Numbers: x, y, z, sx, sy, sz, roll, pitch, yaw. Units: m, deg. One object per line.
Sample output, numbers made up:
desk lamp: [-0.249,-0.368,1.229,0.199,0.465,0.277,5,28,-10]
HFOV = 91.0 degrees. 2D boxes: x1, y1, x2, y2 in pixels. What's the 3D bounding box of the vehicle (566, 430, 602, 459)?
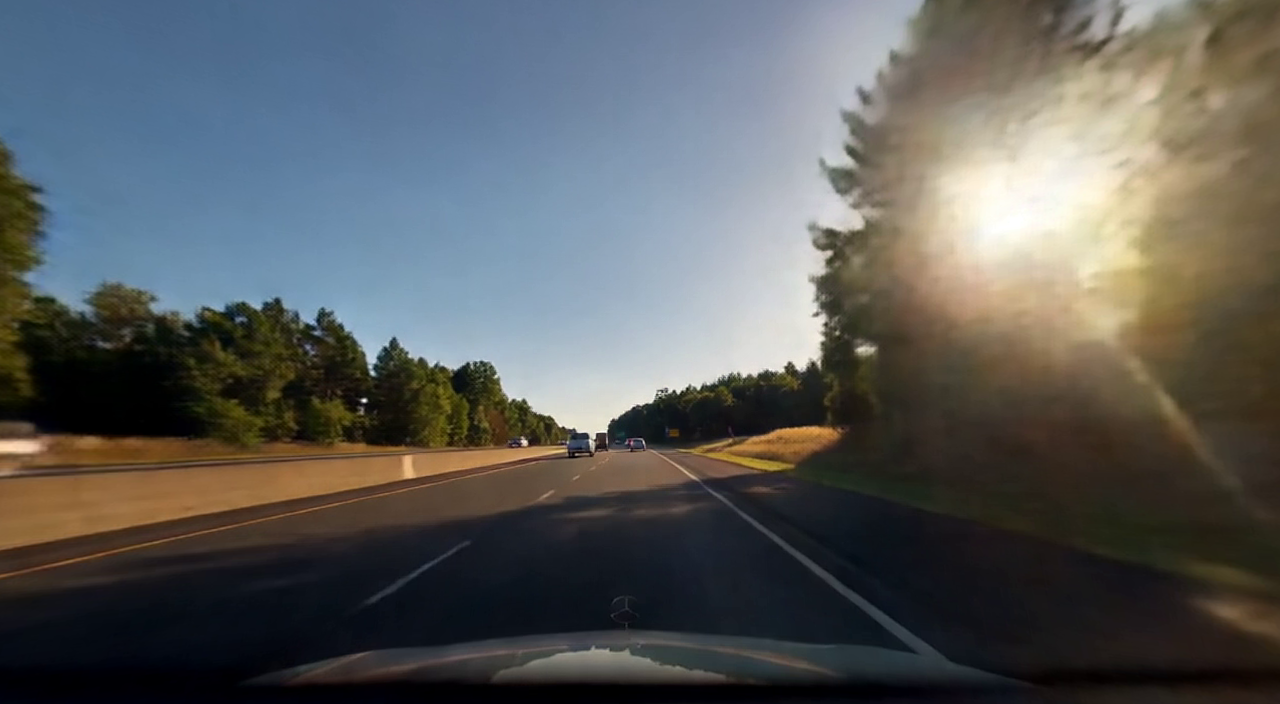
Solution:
vehicle: [-4.034,6.788,46.210,2.241,2.034,4.890,0,-8,0]
